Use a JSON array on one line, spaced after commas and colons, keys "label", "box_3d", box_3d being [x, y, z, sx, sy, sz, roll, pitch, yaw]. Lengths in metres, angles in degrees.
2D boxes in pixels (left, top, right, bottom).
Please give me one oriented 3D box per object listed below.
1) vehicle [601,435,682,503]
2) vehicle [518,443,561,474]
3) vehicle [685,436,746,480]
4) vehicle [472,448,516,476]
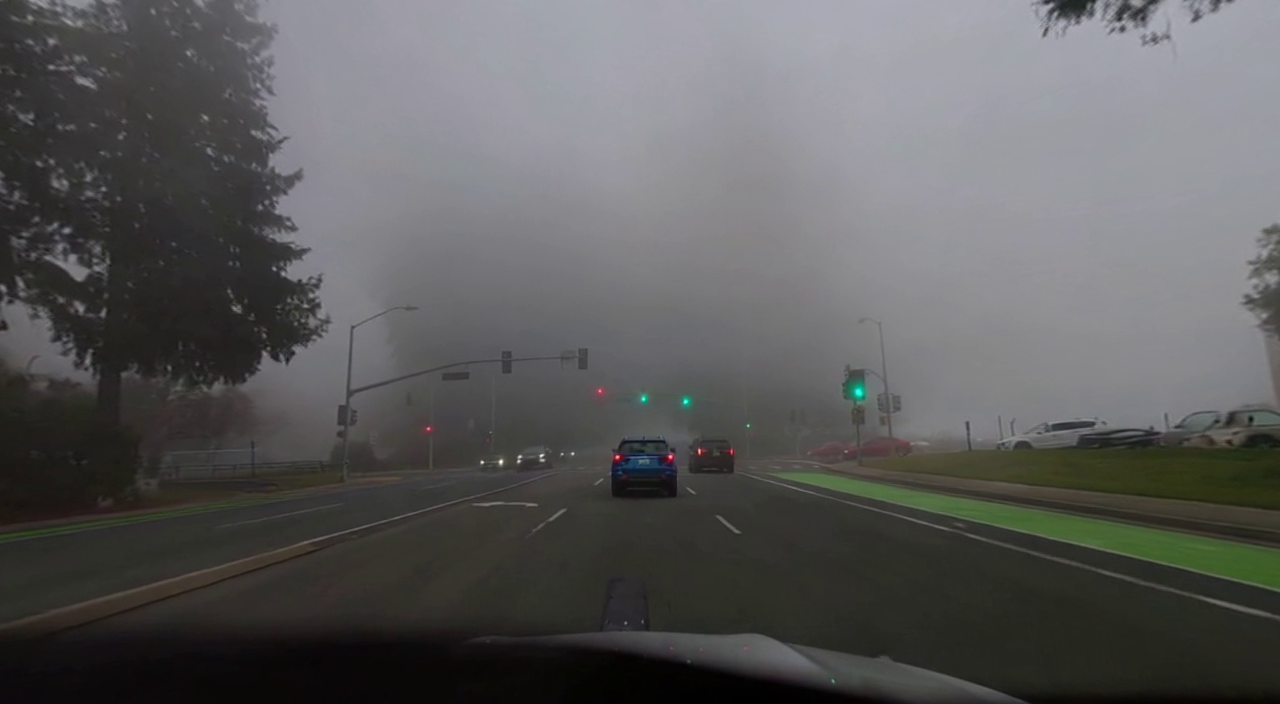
[{"label": "vehicle", "box_3d": [0.044, 3.360, 18.504, 2.109, 1.730, 3.963, 0, -9, 0]}, {"label": "vehicle", "box_3d": [-6.433, 6.826, 40.735, 1.949, 1.891, 4.439, 0, -9, 1]}, {"label": "vehicle", "box_3d": [3.315, 4.798, 28.708, 2.189, 1.815, 4.495, 0, -8, 0]}, {"label": "vehicle", "box_3d": [-10.369, 7.810, 45.028, 1.974, 1.794, 4.580, 0, -9, 1]}]
